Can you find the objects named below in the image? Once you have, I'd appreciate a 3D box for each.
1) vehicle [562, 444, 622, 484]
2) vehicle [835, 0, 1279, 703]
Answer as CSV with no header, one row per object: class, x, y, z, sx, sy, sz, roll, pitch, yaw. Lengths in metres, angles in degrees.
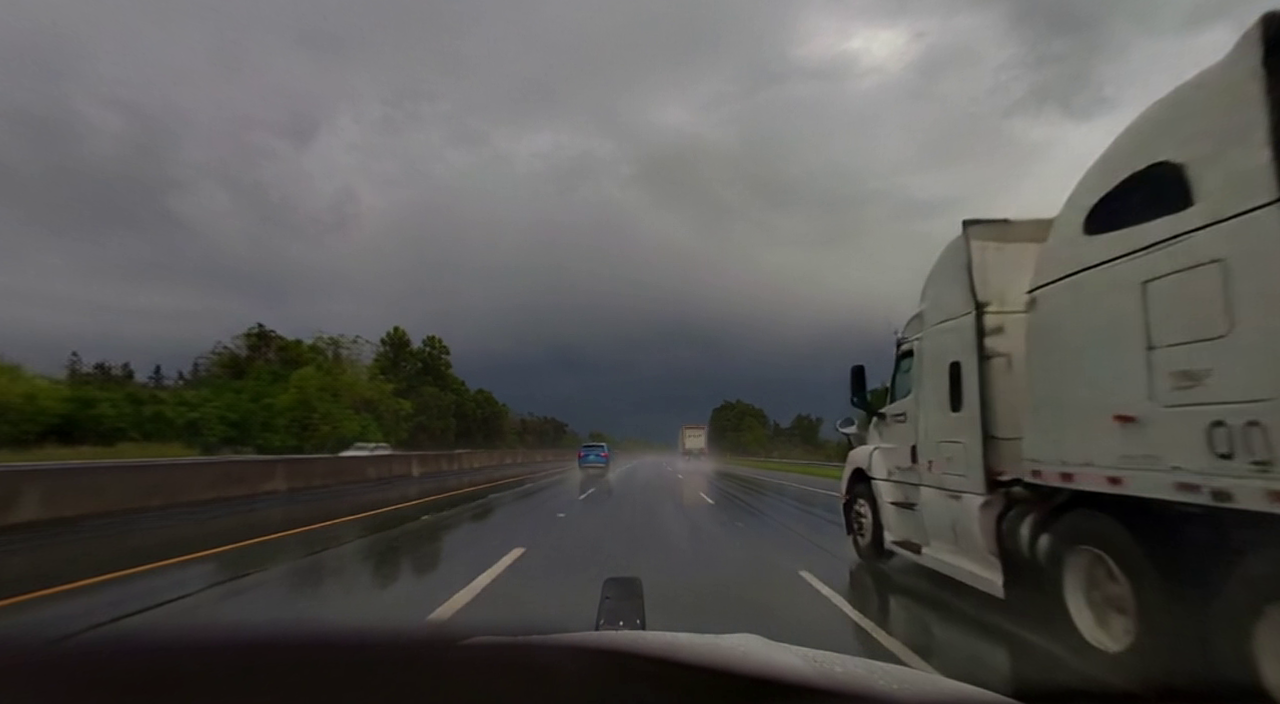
vehicle,-2.087,5.104,29.066,2.297,1.683,4.385,0,-9,2
vehicle,4.172,0.152,5.284,3.014,3.921,6.052,0,-9,0
